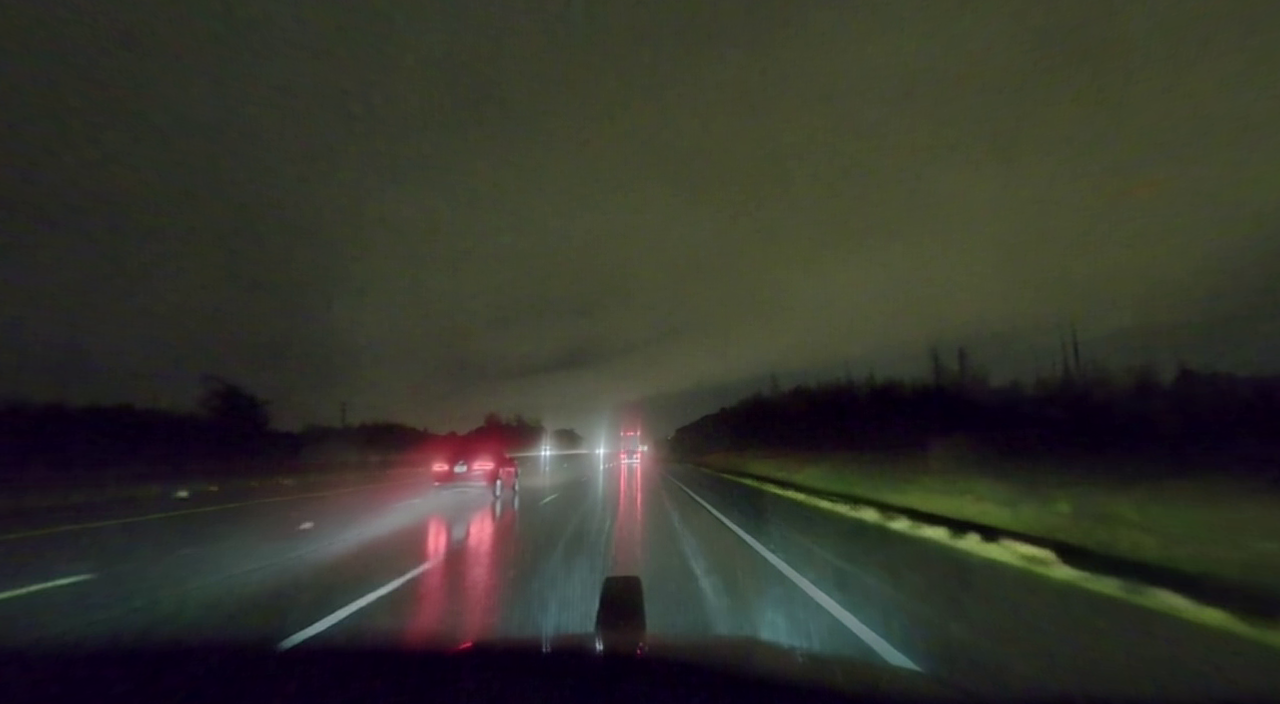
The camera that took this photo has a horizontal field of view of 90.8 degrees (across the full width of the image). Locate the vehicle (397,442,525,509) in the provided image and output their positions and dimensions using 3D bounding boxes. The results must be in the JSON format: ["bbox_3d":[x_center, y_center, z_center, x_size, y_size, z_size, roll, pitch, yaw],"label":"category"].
[{"bbox_3d":[-4.734,3.324,17.601,2.108,1.573,5.000,0,-9,0],"label":"vehicle"}]
